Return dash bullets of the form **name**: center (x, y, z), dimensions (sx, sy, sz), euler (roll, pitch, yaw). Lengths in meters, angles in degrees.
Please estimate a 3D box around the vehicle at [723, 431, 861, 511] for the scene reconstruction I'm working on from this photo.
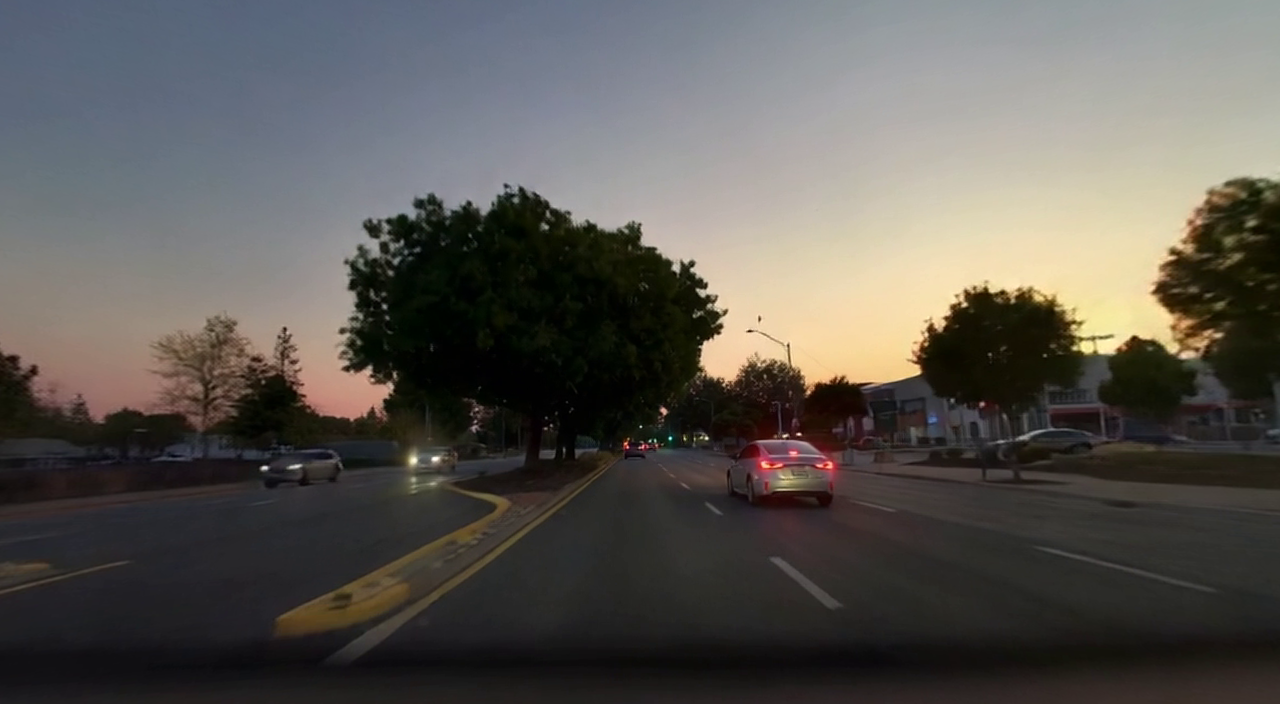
- **vehicle**: center (3.388, 2.753, 15.197), dimensions (1.995, 1.616, 4.729), euler (0, -8, -2)

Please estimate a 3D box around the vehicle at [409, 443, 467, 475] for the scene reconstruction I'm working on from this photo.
- **vehicle**: center (-12.556, 6.645, 39.533), dimensions (2.063, 1.812, 4.502), euler (0, -8, 1)

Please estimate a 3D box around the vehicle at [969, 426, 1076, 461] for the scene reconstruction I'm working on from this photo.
- **vehicle**: center (20.018, 4.801, 33.170), dimensions (4.376, 1.735, 1.854), euler (0, -8, -2)

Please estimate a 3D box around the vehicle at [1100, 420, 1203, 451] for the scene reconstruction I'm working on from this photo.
- **vehicle**: center (32.383, 5.293, 40.117), dimensions (4.597, 1.886, 2.143), euler (0, -8, 0)

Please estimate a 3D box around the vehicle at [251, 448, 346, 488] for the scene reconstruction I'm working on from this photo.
- **vehicle**: center (-16.566, 5.621, 30.969), dimensions (2.032, 1.728, 4.633), euler (0, -8, 0)
